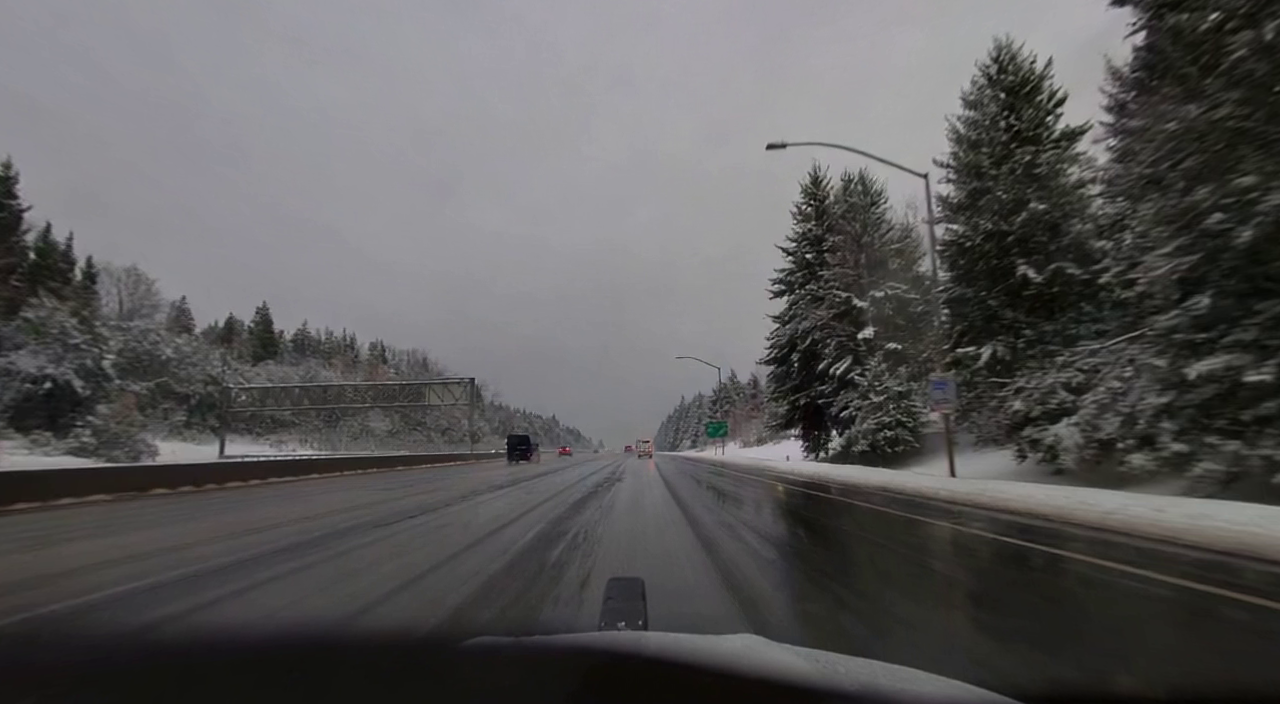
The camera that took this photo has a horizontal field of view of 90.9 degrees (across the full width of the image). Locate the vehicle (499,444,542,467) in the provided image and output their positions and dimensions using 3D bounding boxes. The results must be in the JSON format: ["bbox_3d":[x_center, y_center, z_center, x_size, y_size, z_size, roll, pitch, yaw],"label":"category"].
[{"bbox_3d":[-8.471,7.372,44.982,1.983,1.532,4.424,0,-8,3],"label":"vehicle"}]
